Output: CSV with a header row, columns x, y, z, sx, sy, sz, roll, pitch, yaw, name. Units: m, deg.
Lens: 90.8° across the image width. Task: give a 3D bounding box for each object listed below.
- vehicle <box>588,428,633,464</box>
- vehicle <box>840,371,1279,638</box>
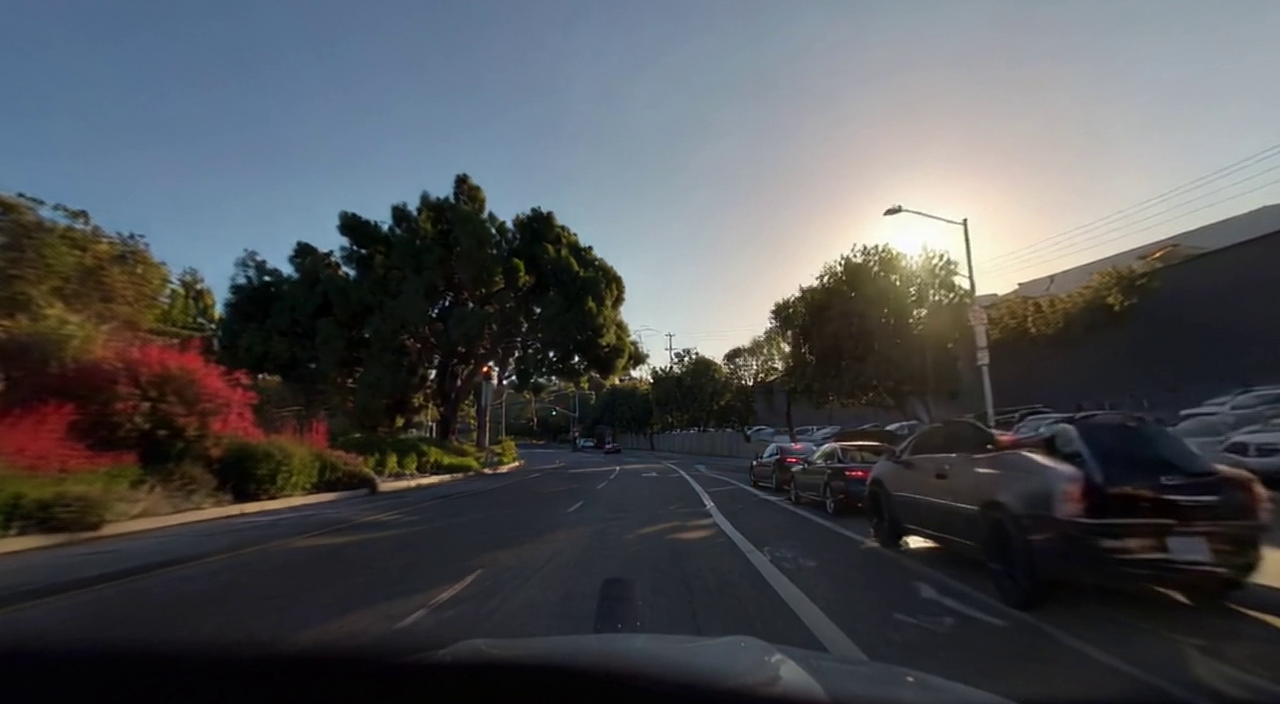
x,y,z,sx,sy,sz,roll,pitch,yaw,name
-2.077,7.055,47.300,2.788,2.451,7.130,0,-8,2,vehicle
3.994,1.344,6.606,2.270,1.749,4.792,0,-8,1,vehicle
